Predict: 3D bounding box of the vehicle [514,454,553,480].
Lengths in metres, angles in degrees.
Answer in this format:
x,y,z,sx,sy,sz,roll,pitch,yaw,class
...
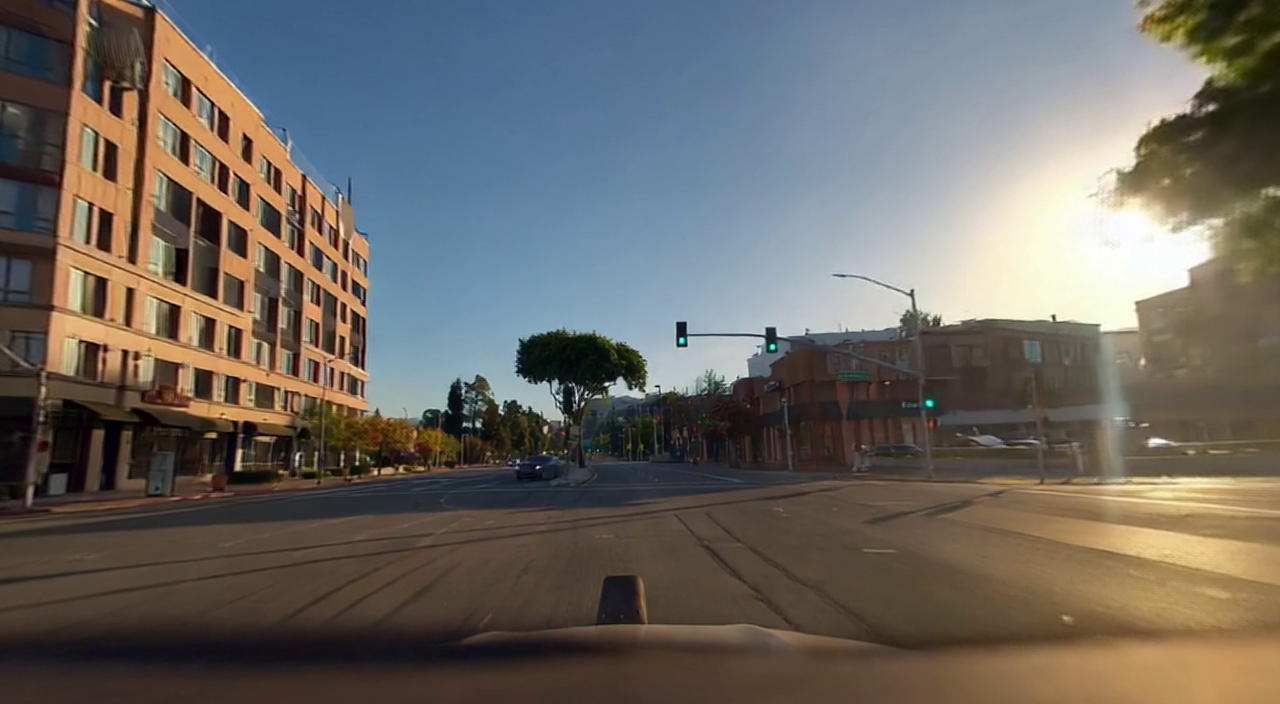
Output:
x,y,z,sx,sy,sz,roll,pitch,yaw,class
-6.560,7.099,39.335,1.894,1.474,4.332,0,-8,-3,vehicle
